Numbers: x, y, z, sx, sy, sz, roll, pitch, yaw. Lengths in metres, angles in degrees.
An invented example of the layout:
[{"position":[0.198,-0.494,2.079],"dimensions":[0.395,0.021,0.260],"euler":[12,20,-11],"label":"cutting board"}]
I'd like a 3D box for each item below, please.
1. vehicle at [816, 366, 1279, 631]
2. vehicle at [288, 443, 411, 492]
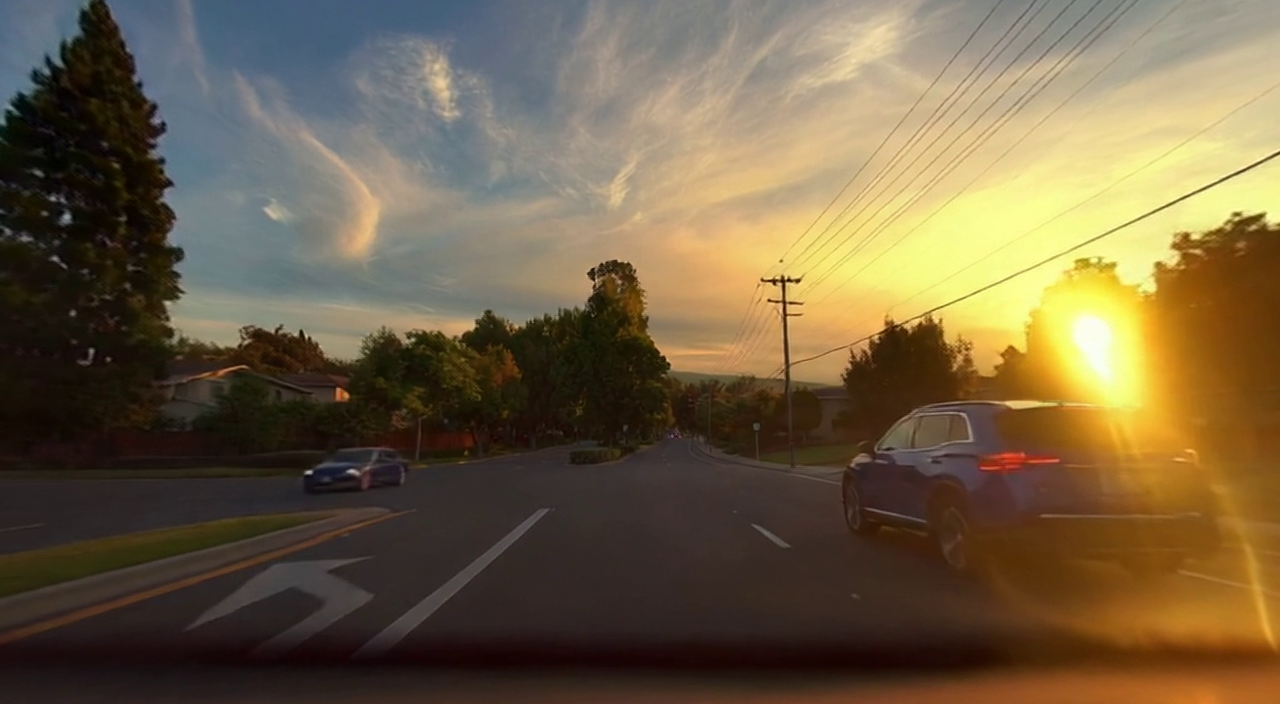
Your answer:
[{"position":[3.671,1.332,6.713],"dimensions":[2.193,1.777,4.772],"euler":[0,-9,0],"label":"vehicle"},{"position":[-10.021,3.989,22.329],"dimensions":[1.990,1.521,4.879],"euler":[0,-9,1],"label":"vehicle"}]
